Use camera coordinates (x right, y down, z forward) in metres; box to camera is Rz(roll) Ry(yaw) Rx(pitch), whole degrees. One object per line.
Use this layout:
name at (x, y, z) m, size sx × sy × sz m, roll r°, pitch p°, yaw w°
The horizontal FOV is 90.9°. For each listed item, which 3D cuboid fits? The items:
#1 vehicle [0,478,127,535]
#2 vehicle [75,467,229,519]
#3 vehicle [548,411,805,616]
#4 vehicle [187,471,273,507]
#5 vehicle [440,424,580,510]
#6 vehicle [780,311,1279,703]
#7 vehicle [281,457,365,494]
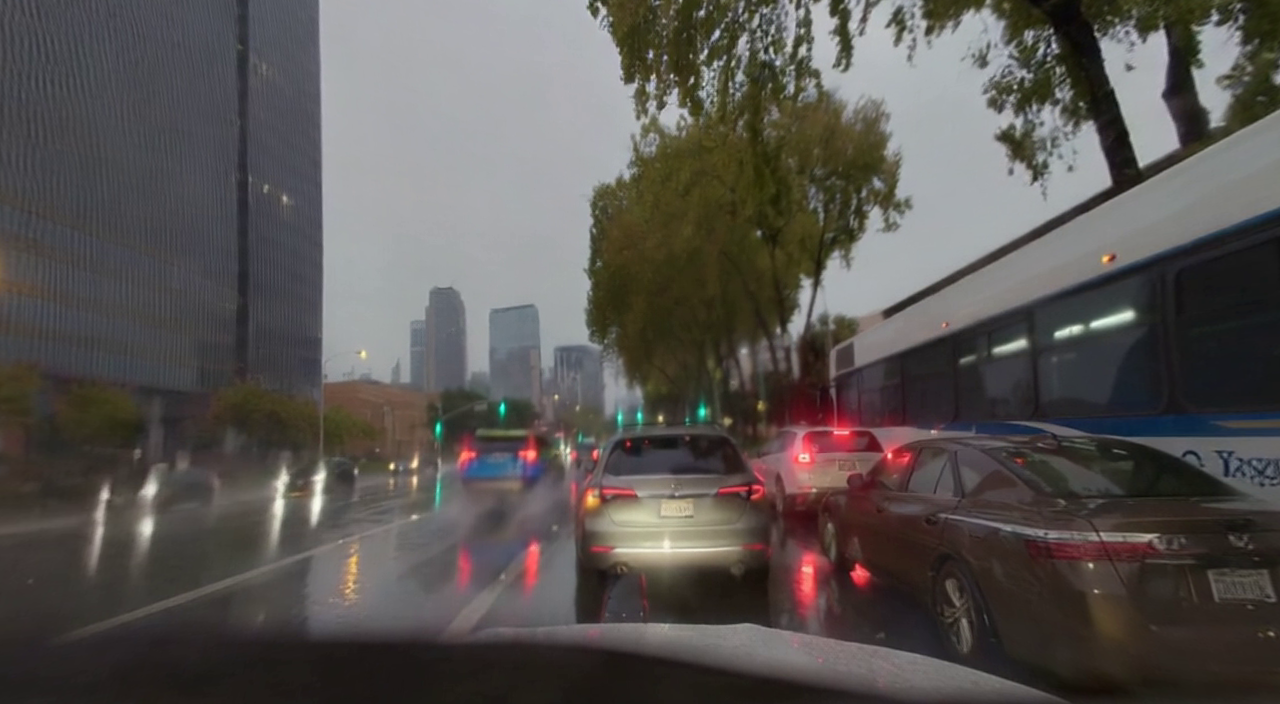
vehicle at (-22.640, 5.779, 24.061) m, size 1.975 × 1.698 × 4.715 m, roll 0°, pitch -9°, yaw 2°
vehicle at (-19.451, 5.613, 25.514) m, size 2.274 × 1.708 × 4.863 m, roll 0°, pitch -9°, yaw 1°
vehicle at (0.234, 1.552, 6.871) m, size 2.045 × 1.608 × 3.573 m, roll 0°, pitch -9°, yaw -2°
vehicle at (-22.654, 7.571, 35.029) m, size 1.854 × 1.419 × 4.318 m, roll -7°, pitch -8°, yaw 0°
vehicle at (-3.088, 2.932, 16.563) m, size 2.375 × 1.847 × 5.606 m, roll 0°, pitch -9°, yaw 1°
vehicle at (2.748, 1.109, 4.905) m, size 2.117 × 1.855 × 4.794 m, roll 0°, pitch -9°, yaw -1°
vehicle at (-16.081, 6.272, 32.304) m, size 2.105 × 1.676 × 4.099 m, roll 0°, pitch -9°, yaw 1°
